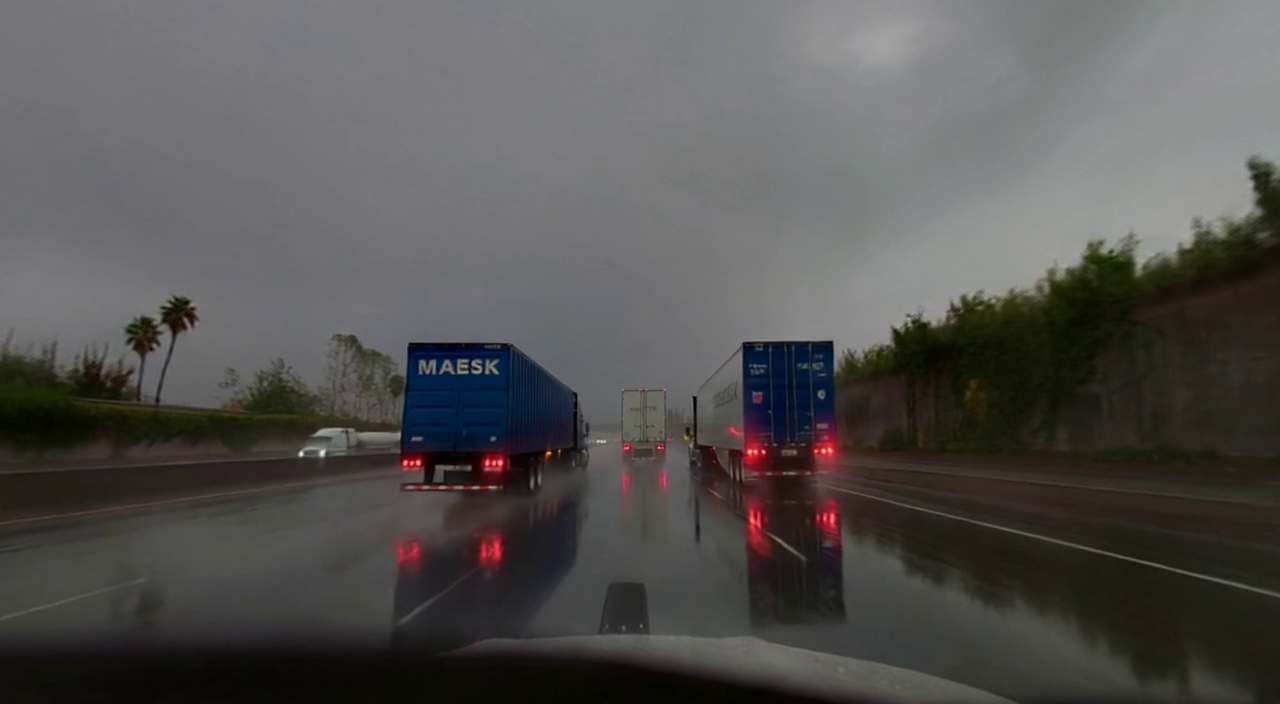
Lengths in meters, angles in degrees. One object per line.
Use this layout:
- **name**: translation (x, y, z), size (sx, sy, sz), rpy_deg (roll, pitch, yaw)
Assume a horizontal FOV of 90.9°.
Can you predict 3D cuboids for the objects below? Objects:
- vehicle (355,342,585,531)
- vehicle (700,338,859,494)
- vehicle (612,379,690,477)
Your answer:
- **vehicle**: translation (-3.403, 2.228, 16.441), size (2.786, 3.228, 11.082), rpy_deg (0, -8, 1)
- **vehicle**: translation (4.418, 2.742, 24.241), size (2.887, 4.178, 14.553), rpy_deg (0, -8, 0)
- **vehicle**: translation (0.551, 4.302, 34.116), size (3.097, 3.856, 18.209), rpy_deg (0, -8, 1)
